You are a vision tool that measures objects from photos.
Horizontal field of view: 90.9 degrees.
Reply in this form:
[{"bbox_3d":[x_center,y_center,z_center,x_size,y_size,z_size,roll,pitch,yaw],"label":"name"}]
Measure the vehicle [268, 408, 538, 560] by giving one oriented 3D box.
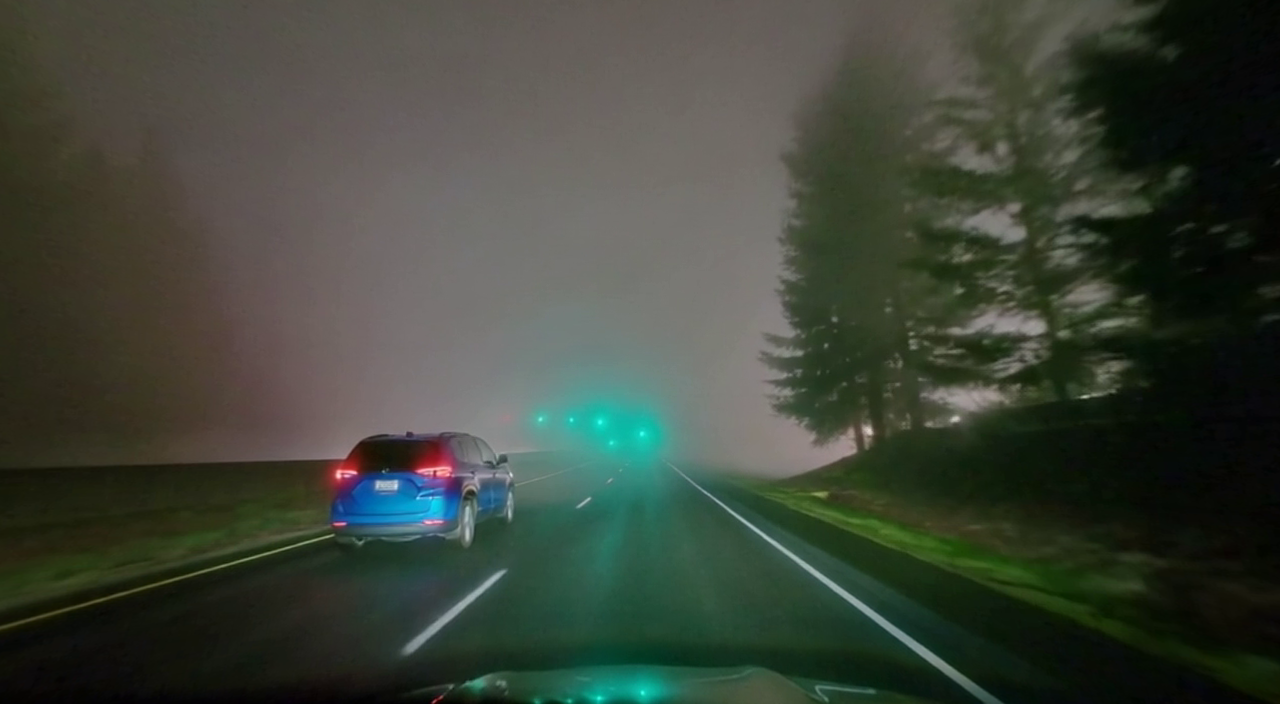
[{"bbox_3d":[-3.354,2.007,10.377,2.336,1.857,4.986,-1,-8,2],"label":"vehicle"}]
